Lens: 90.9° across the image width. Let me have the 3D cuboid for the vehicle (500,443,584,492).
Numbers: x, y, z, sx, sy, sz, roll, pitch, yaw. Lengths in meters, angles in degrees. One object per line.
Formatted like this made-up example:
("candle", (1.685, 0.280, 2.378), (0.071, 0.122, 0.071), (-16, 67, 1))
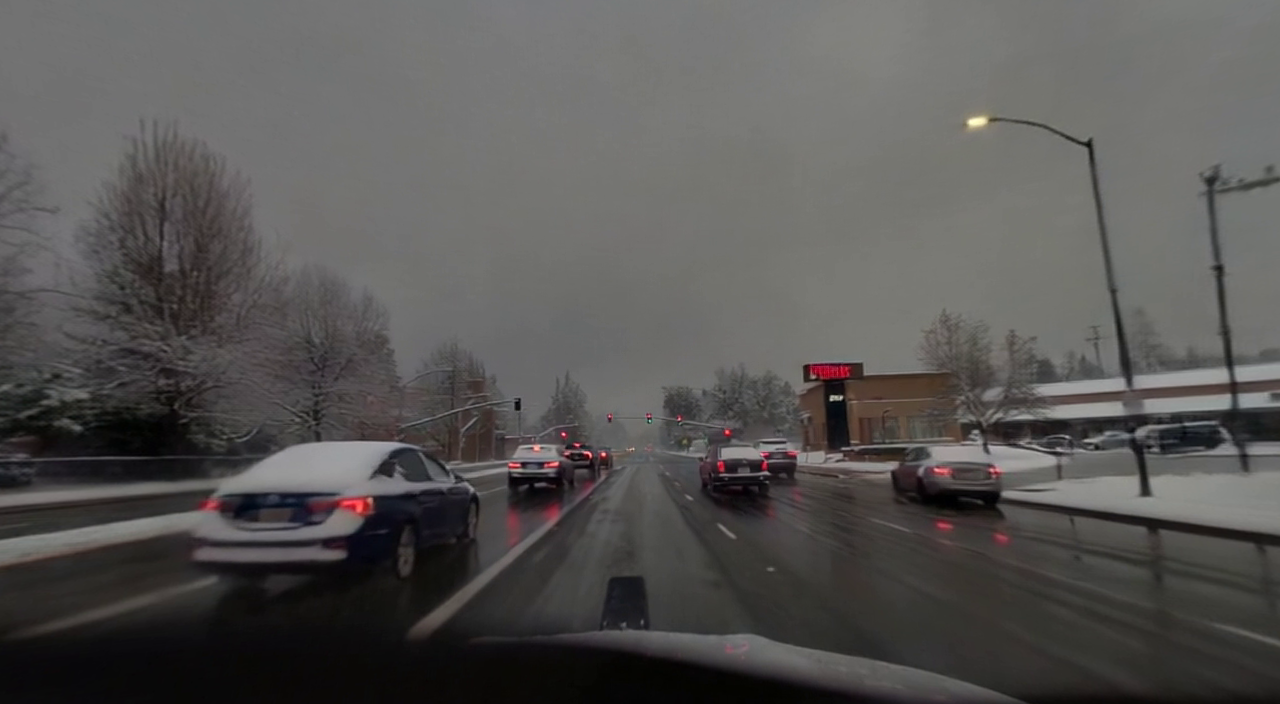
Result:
("vehicle", (-3.258, 3.951, 22.000), (2.087, 1.494, 4.626), (0, -9, 2))

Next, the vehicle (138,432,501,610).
("vehicle", (-3.150, 1.736, 7.479), (1.952, 1.457, 4.372), (0, -9, 1))

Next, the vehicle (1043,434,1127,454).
("vehicle", (34.399, 7.156, 48.852), (1.830, 1.465, 4.910), (4, -10, -26))

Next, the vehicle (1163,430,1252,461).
("vehicle", (29.292, 4.827, 32.702), (1.793, 1.478, 4.462), (-5, -9, 20))

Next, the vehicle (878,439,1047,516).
("vehicle", (7.499, 2.926, 15.340), (2.070, 1.547, 4.941), (-1, -9, 8))

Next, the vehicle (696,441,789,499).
("vehicle", (2.887, 3.429, 18.734), (2.004, 1.512, 4.206), (0, -9, -1))
